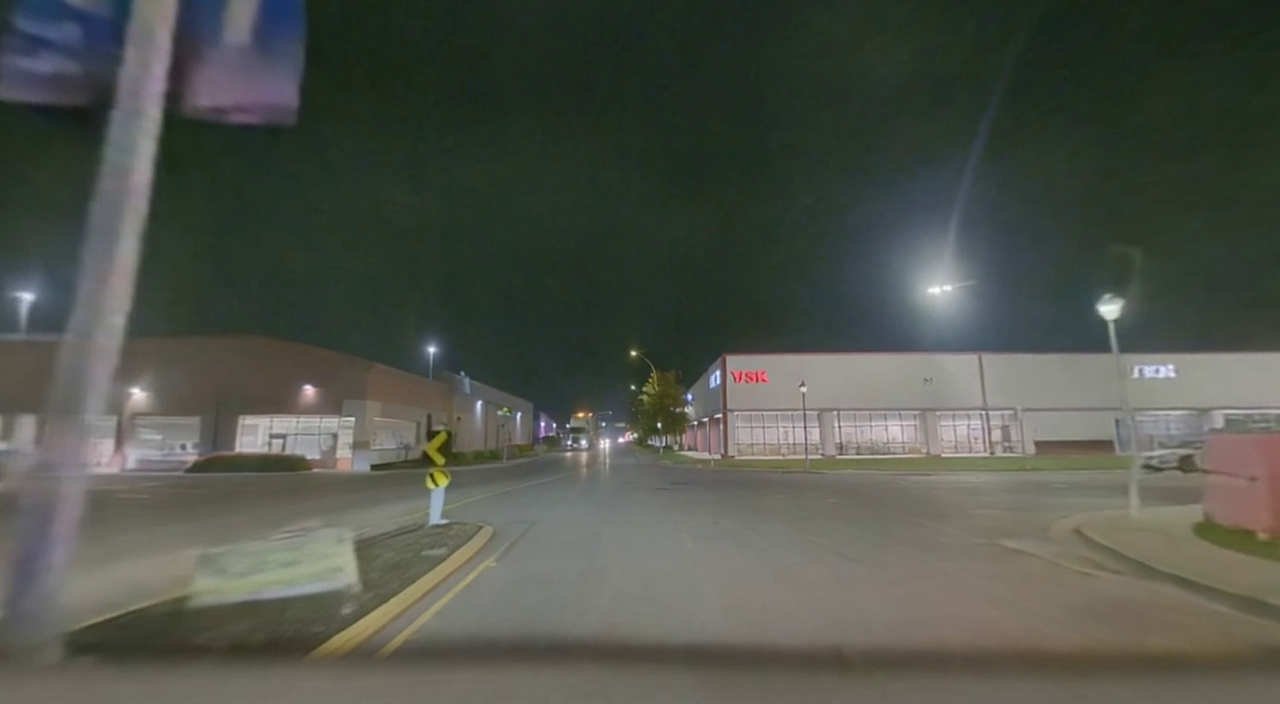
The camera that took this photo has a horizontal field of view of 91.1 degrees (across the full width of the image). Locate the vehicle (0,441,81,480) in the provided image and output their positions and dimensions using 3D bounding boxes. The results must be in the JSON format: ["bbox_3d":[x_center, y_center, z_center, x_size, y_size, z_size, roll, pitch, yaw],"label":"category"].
[{"bbox_3d":[-25.034,4.277,24.952,3.766,1.502,1.870,0,-8,-2],"label":"vehicle"}]
